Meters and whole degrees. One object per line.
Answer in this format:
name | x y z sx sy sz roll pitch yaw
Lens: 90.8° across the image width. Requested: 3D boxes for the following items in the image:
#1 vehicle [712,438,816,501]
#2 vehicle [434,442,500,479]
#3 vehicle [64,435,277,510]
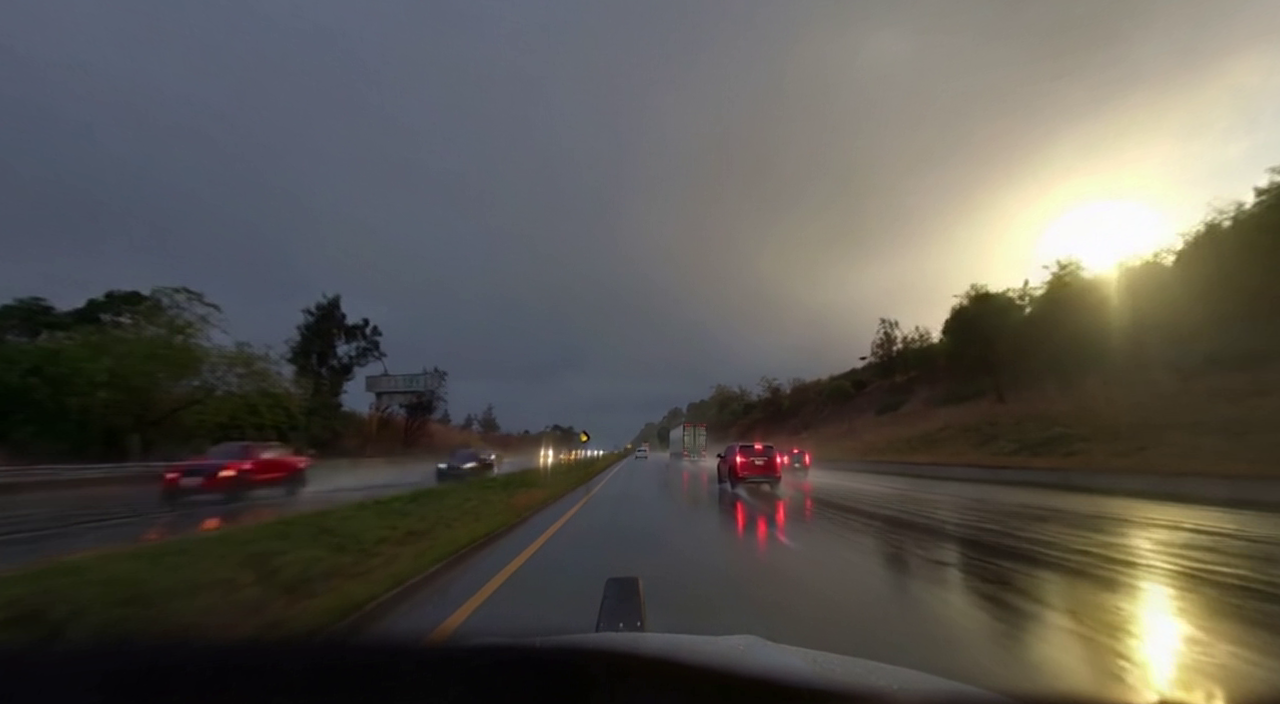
vehicle | 3.582 3.495 19.184 2.130 1.658 4.537 0 -9 -2
vehicle | -8.010 5.052 29.653 1.920 1.606 4.329 0 -8 -1
vehicle | -11.610 2.990 16.125 1.961 1.615 4.473 0 -9 0
